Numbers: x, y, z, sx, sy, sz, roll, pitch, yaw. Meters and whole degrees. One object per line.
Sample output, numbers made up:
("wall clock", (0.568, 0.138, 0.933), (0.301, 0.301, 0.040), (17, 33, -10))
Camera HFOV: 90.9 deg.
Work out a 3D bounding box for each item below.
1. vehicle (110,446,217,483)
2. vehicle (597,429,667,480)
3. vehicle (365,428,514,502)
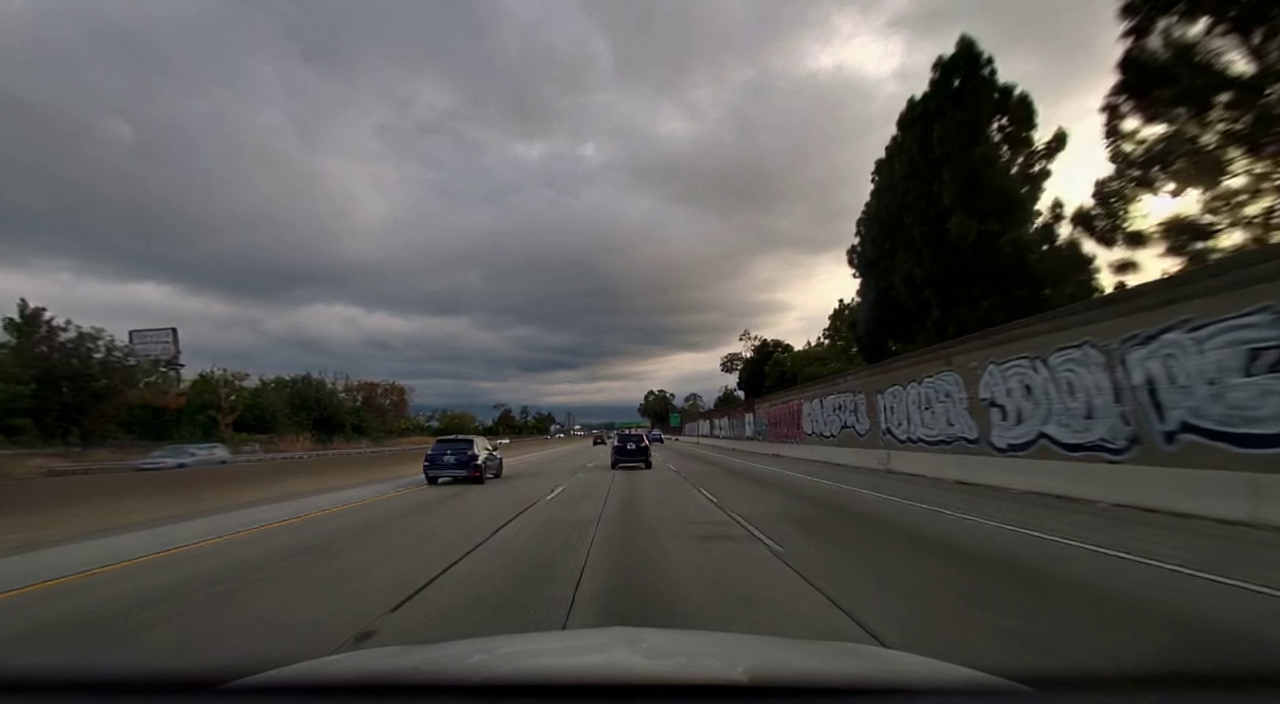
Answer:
("vehicle", (-20.771, 4.895, 27.659), (1.852, 1.443, 3.678), (0, -8, -1))
("vehicle", (-0.287, 3.232, 20.238), (2.044, 1.477, 3.693), (0, -8, -2))
("vehicle", (-4.418, 2.534, 14.726), (2.022, 1.440, 4.491), (0, -8, 0))
